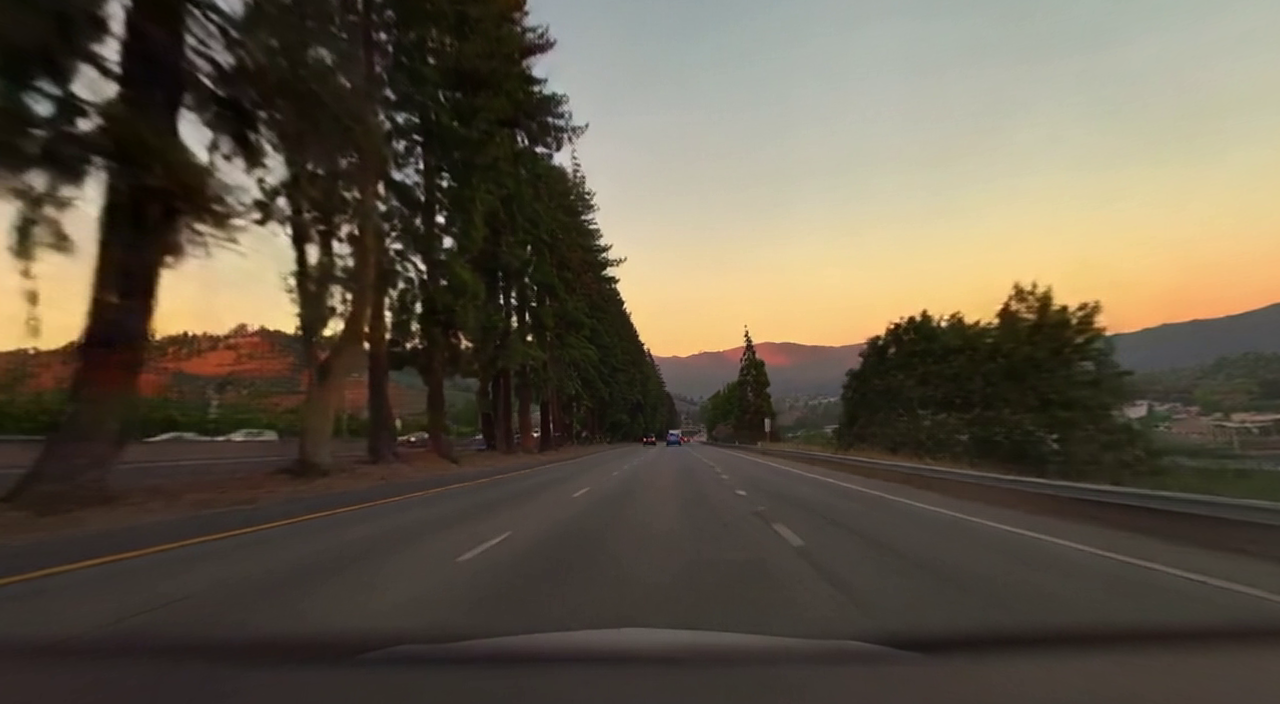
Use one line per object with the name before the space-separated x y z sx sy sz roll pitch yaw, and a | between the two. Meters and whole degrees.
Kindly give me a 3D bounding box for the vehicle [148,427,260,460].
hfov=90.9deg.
vehicle | -26.587 5.633 38.811 2.173 1.802 6.102 -1 -8 5
